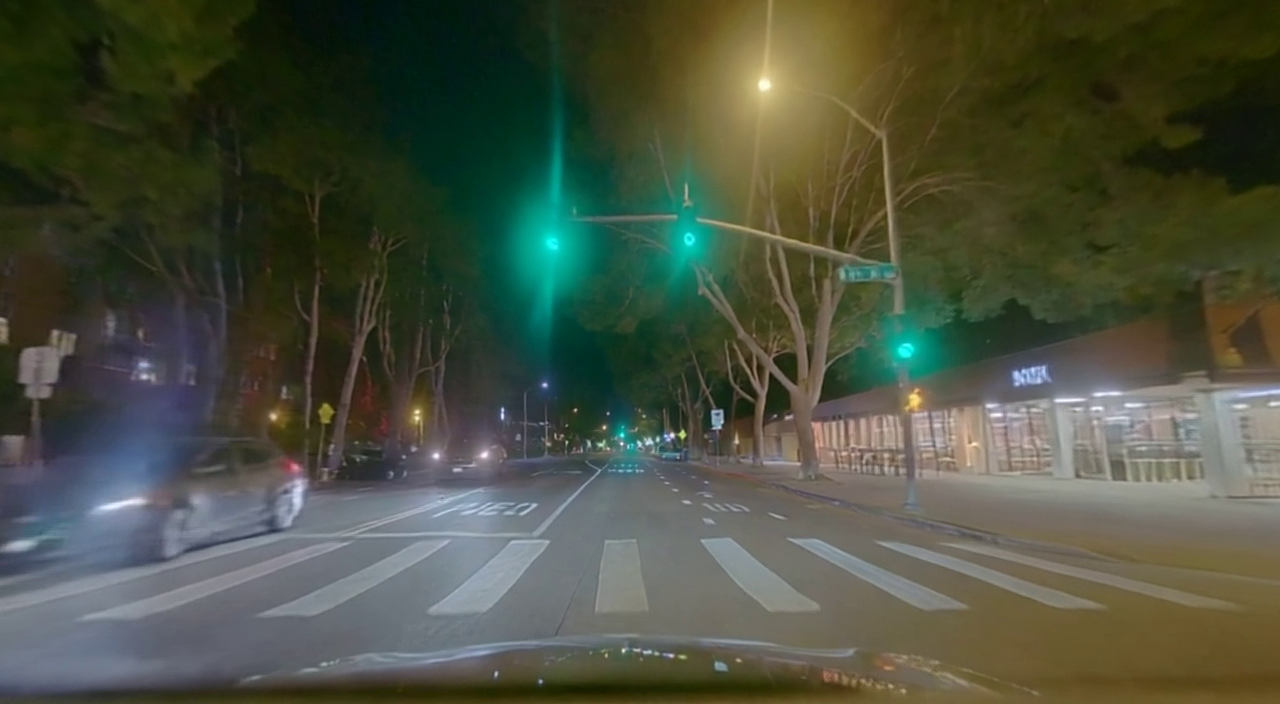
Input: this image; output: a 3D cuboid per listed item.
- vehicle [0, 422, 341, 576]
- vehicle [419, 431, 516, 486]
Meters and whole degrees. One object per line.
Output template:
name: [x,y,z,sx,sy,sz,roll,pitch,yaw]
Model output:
vehicle: [-6.350,1.891,8.957,2.019,1.596,4.608,0,-9,-1]
vehicle: [-6.778,4.268,25.559,2.545,1.943,5.168,0,-9,-1]
